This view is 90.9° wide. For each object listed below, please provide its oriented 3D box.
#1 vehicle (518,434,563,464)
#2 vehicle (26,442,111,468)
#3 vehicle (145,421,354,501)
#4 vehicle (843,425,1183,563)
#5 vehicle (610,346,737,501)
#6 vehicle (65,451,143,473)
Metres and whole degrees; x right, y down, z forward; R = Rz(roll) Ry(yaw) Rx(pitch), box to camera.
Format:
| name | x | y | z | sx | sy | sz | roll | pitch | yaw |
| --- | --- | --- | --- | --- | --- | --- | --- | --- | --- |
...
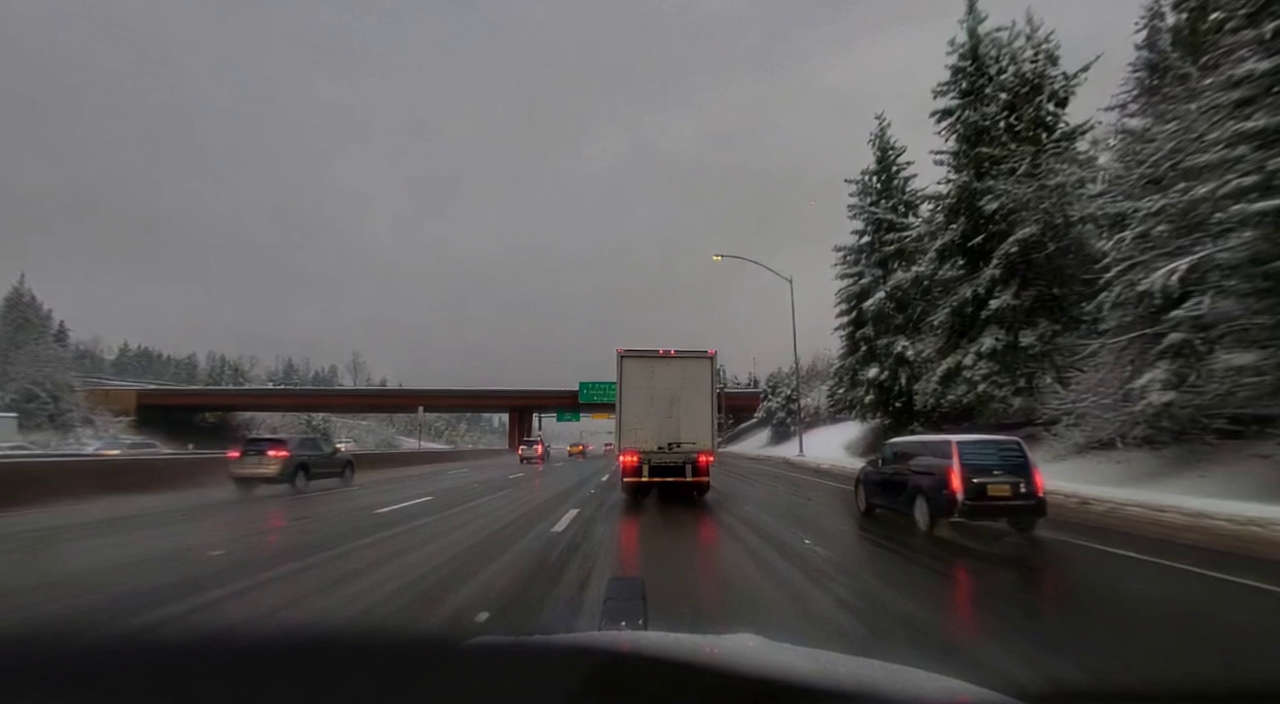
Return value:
| name | x | y | z | sx | sy | sz | roll | pitch | yaw |
| --- | --- | --- | --- | --- | --- | --- | --- | --- | --- |
| vehicle | -6.422 | 6.333 | 41.160 | 2.125 | 1.793 | 4.892 | 0 | -9 | 0 |
| vehicle | -33.471 | 6.032 | 37.090 | 1.599 | 1.397 | 3.674 | -3 | -8 | -1 |
| vehicle | -10.073 | 2.865 | 16.977 | 2.217 | 1.797 | 5.226 | 0 | -9 | 1 |
| vehicle | 4.883 | 1.922 | 9.363 | 2.108 | 1.508 | 4.744 | 0 | -9 | -1 |
| vehicle | 0.711 | 2.446 | 20.080 | 2.916 | 3.584 | 10.841 | 0 | -9 | -1 |
| vehicle | -36.942 | 7.554 | 43.602 | 1.685 | 1.414 | 4.169 | 0 | -9 | 0 |
